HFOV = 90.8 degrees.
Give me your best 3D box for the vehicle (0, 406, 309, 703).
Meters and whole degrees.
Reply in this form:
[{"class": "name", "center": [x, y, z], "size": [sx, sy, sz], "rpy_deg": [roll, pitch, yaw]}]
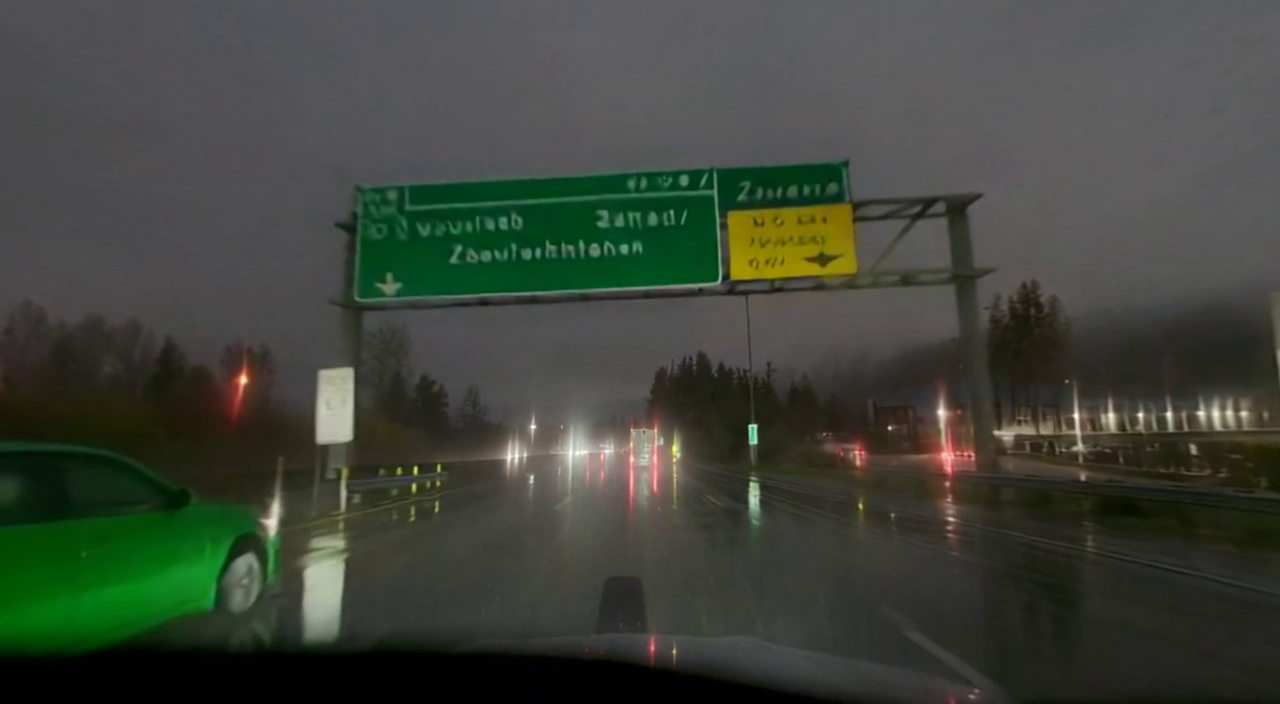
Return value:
[{"class": "vehicle", "center": [-3.743, 1.062, 3.134], "size": [1.843, 1.517, 4.200], "rpy_deg": [0, -9, 1]}]
